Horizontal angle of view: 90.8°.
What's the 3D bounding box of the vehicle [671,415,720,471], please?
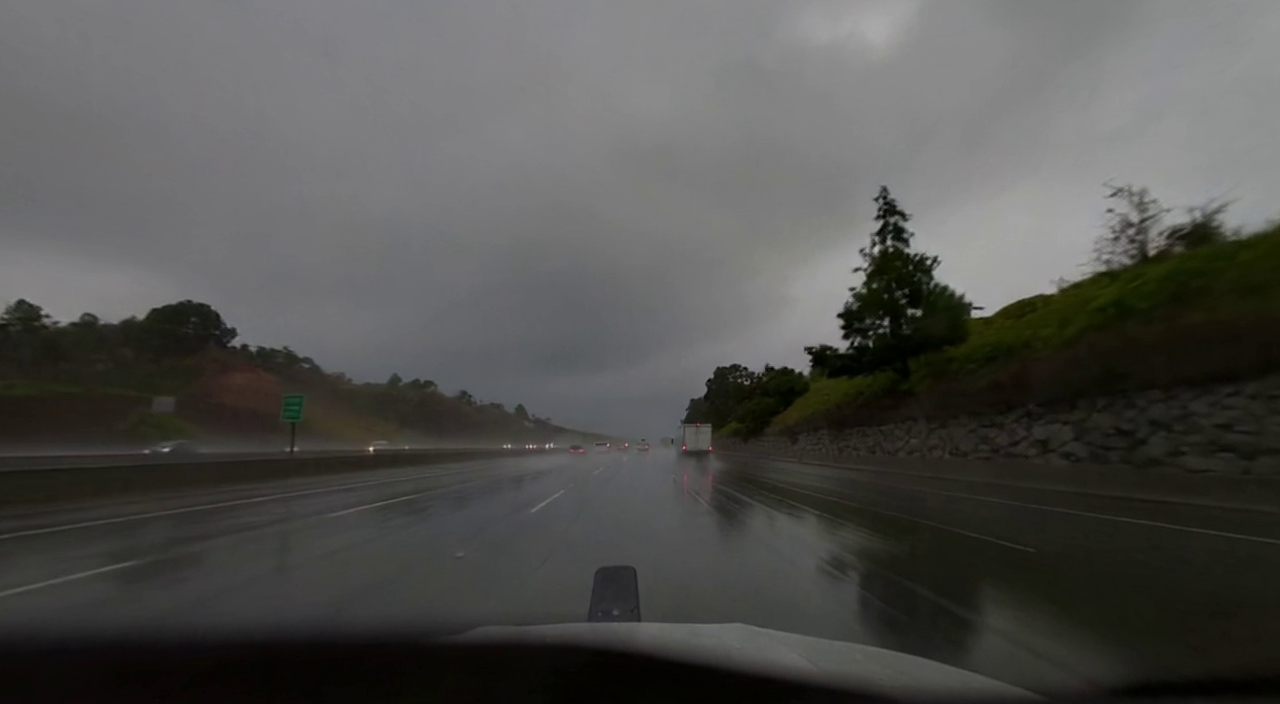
[{"bbox_3d":[3.435,5.985,40.862,2.795,3.187,7.205,-2,-10,2],"label":"vehicle"}]
